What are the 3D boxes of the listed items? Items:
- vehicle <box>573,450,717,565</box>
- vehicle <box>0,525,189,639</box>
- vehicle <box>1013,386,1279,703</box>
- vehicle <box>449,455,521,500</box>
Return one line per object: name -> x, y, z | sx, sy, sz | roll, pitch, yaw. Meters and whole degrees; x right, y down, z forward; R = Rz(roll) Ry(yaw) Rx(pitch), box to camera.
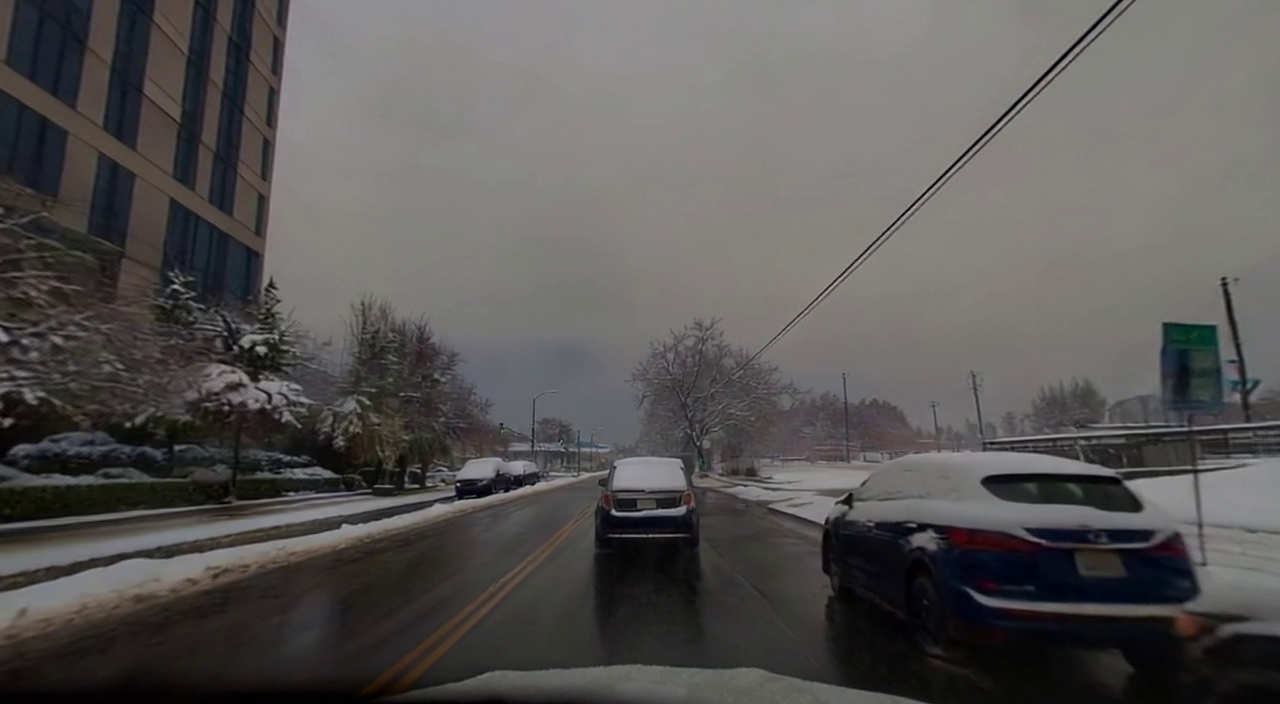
vehicle -> 0.054, 2.538, 10.777 | 2.018, 1.583, 3.646 | 1, -10, -1
vehicle -> -6.858, 2.153, 5.545 | 2.223, 0.774, 4.789 | 1, -10, 1
vehicle -> 2.666, 0.742, 0.855 | 1.884, 1.566, 4.018 | 0, -10, 1
vehicle -> -6.634, 5.503, 27.360 | 2.024, 1.654, 4.396 | -3, -12, -1
